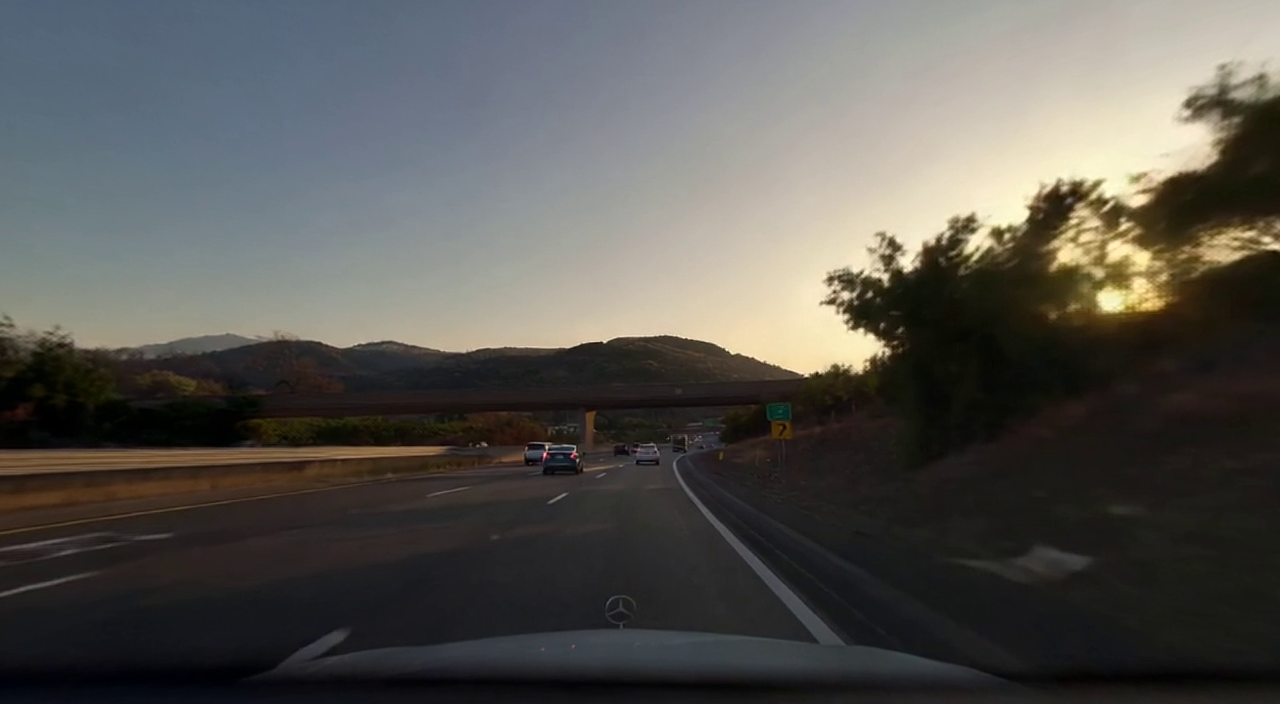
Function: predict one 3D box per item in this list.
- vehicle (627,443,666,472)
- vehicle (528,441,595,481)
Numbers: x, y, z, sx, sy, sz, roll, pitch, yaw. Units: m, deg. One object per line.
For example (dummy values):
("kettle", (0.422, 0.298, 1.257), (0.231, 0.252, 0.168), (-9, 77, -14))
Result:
("vehicle", (0.436, 6.003, 36.028), (2.129, 1.502, 4.321), (0, -9, 2))
("vehicle", (-3.280, 4.652, 27.165), (2.129, 1.563, 4.387), (-1, -9, 3))
